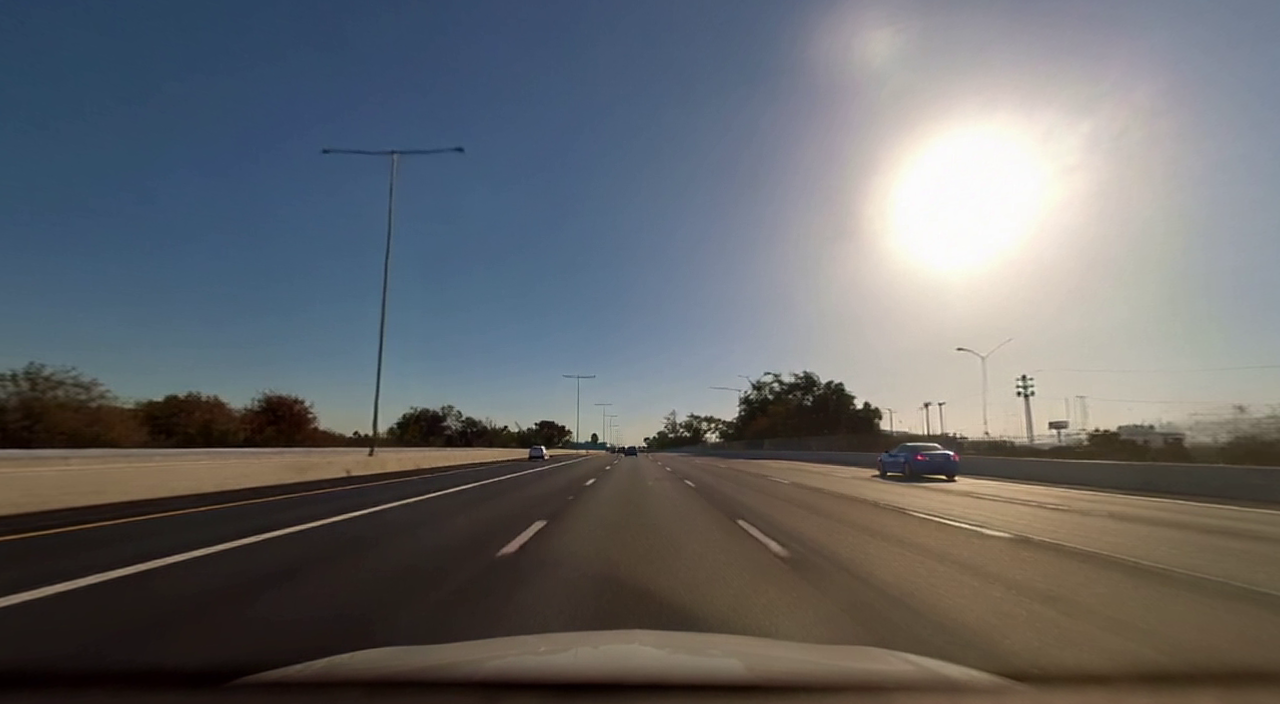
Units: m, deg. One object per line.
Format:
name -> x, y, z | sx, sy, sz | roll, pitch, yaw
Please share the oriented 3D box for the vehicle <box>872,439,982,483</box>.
vehicle -> 10.685, 4.081, 23.938 | 1.985, 1.493, 4.486 | 0, -8, -1
